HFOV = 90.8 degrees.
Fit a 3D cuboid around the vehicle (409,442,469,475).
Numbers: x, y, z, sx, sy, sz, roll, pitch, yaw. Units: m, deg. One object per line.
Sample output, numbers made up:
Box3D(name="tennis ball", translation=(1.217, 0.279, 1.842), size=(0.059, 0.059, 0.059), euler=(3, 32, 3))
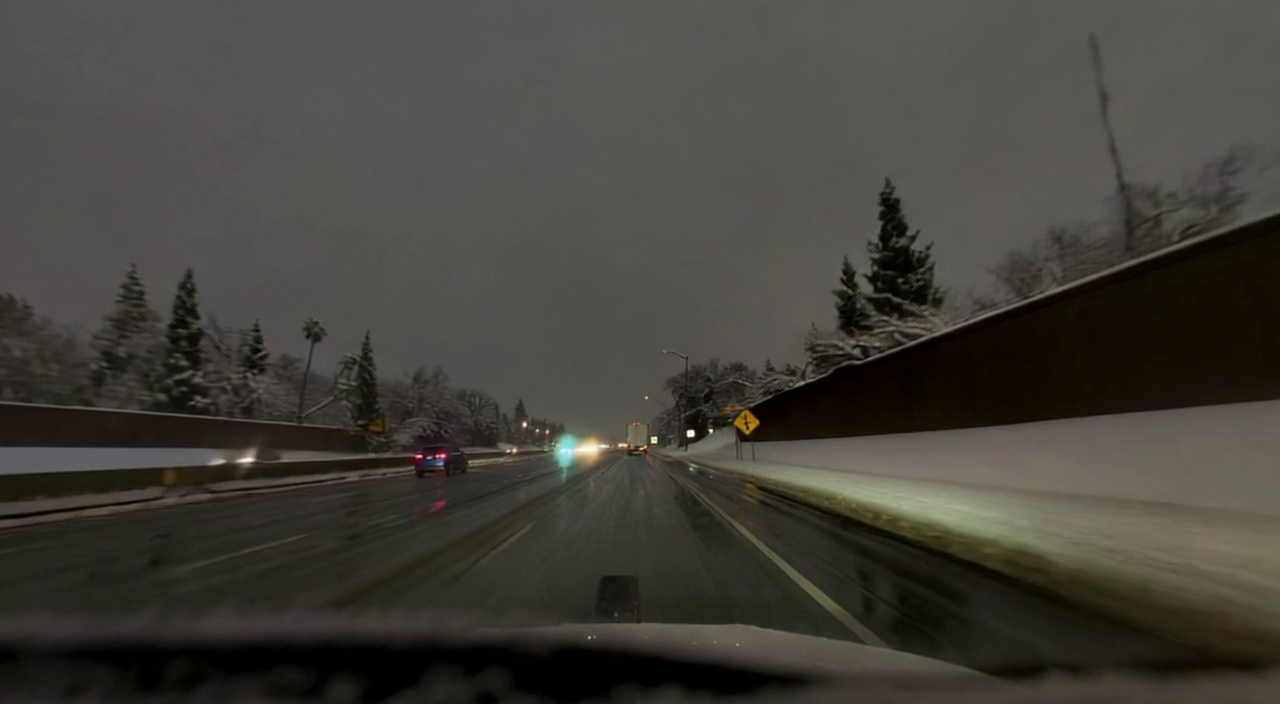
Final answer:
Box3D(name="vehicle", translation=(-10.750, 5.716, 34.084), size=(1.897, 1.653, 4.113), euler=(0, -9, 0))
